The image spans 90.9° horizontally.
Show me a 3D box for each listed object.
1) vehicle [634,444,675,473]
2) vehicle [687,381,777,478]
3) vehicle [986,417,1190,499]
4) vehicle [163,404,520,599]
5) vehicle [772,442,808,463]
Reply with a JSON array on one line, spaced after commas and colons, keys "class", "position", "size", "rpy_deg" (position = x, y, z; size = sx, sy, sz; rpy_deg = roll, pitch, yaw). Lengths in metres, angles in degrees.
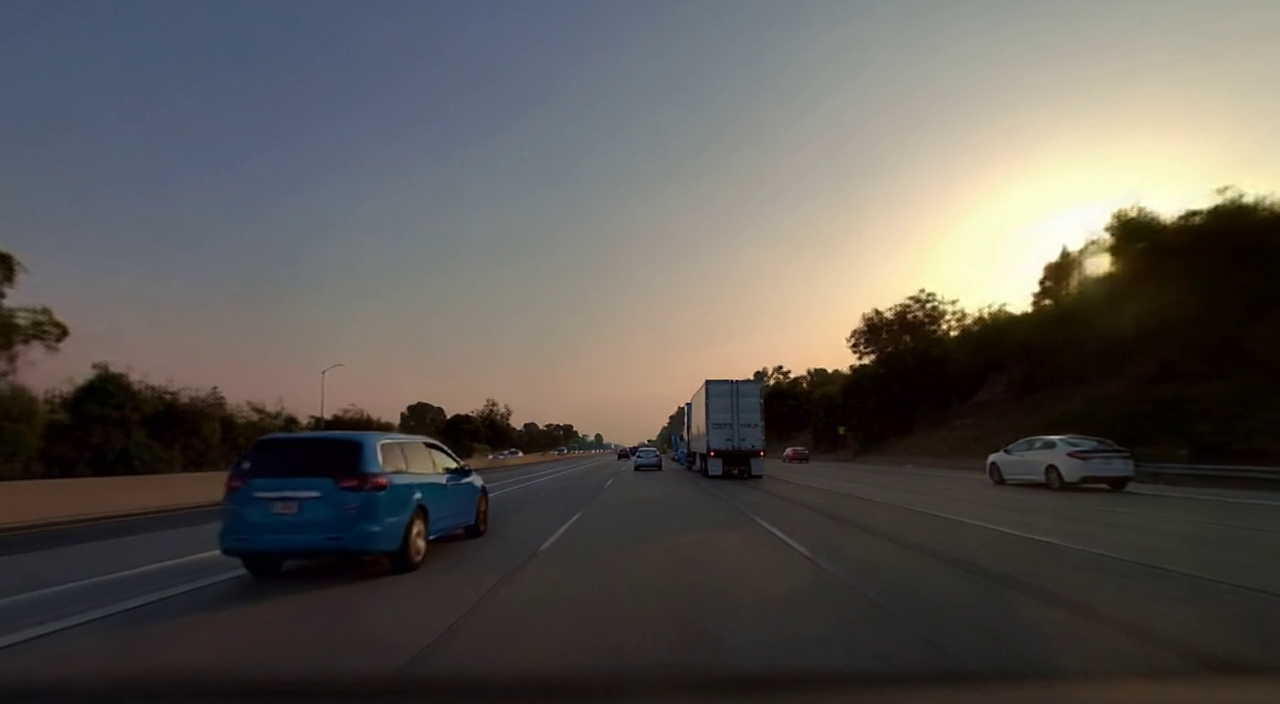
[{"class": "vehicle", "position": [0.713, 5.780, 34.359], "size": [2.063, 1.469, 4.208], "rpy_deg": [0, -9, -1]}, {"class": "vehicle", "position": [4.362, 4.206, 33.041], "size": [2.821, 4.077, 12.562], "rpy_deg": [0, -9, 0]}, {"class": "vehicle", "position": [11.235, 2.699, 16.331], "size": [2.041, 1.824, 4.376], "rpy_deg": [0, -9, 0]}, {"class": "vehicle", "position": [-3.151, 1.705, 8.069], "size": [2.237, 1.745, 4.575], "rpy_deg": [0, -9, 1]}, {"class": "vehicle", "position": [11.600, 7.821, 48.991], "size": [1.876, 1.552, 3.640], "rpy_deg": [0, -9, 0]}]
